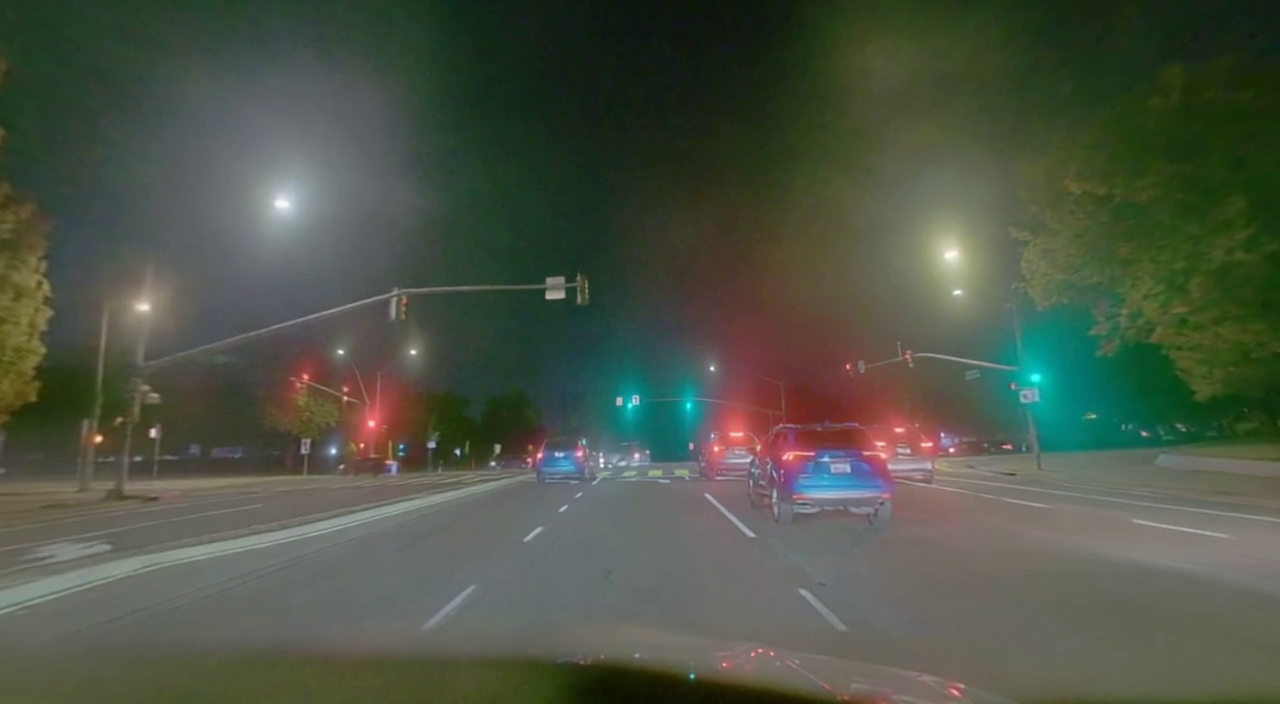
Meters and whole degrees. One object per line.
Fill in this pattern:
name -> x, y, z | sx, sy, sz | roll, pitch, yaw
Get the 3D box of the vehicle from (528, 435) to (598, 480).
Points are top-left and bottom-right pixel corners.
vehicle -> -2.747, 3.864, 23.379 | 1.969, 1.513, 3.773 | 0, -8, 2

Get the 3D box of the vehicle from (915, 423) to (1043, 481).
vehicle -> 11.350, 3.384, 21.540 | 1.971, 1.746, 4.271 | 0, -8, 0

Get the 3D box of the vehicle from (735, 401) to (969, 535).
vehicle -> 3.134, 1.871, 10.711 | 2.247, 1.738, 4.818 | 0, -8, -1
